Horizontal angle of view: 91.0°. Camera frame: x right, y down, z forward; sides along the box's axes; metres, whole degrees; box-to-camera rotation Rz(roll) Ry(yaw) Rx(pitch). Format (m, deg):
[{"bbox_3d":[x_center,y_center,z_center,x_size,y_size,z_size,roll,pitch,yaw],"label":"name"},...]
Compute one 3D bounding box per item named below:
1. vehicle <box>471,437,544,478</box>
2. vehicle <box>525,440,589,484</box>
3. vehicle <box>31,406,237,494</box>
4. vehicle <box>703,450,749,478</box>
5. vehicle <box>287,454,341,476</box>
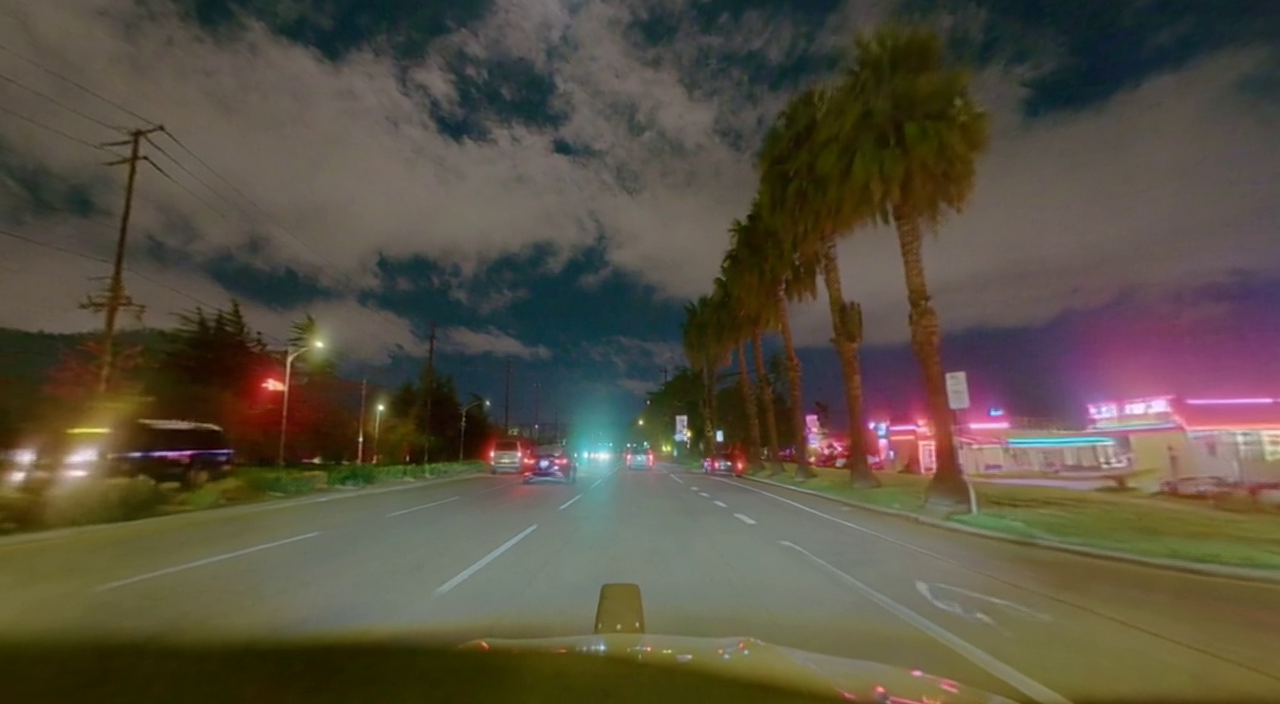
[{"bbox_3d":[-7.006,5.659,34.074,2.457,2.010,6.330,0,-9,1],"label":"vehicle"},{"bbox_3d":[-3.636,4.902,28.346,2.116,1.806,4.516,0,-9,2],"label":"vehicle"},{"bbox_3d":[-17.656,3.503,22.572,2.331,2.714,5.872,0,-9,1],"label":"vehicle"},{"bbox_3d":[5.083,6.650,37.629,1.994,1.507,4.173,1,-9,-2],"label":"vehicle"},{"bbox_3d":[-25.567,8.852,49.529,1.838,1.516,4.484,0,-9,0],"label":"vehicle"}]
